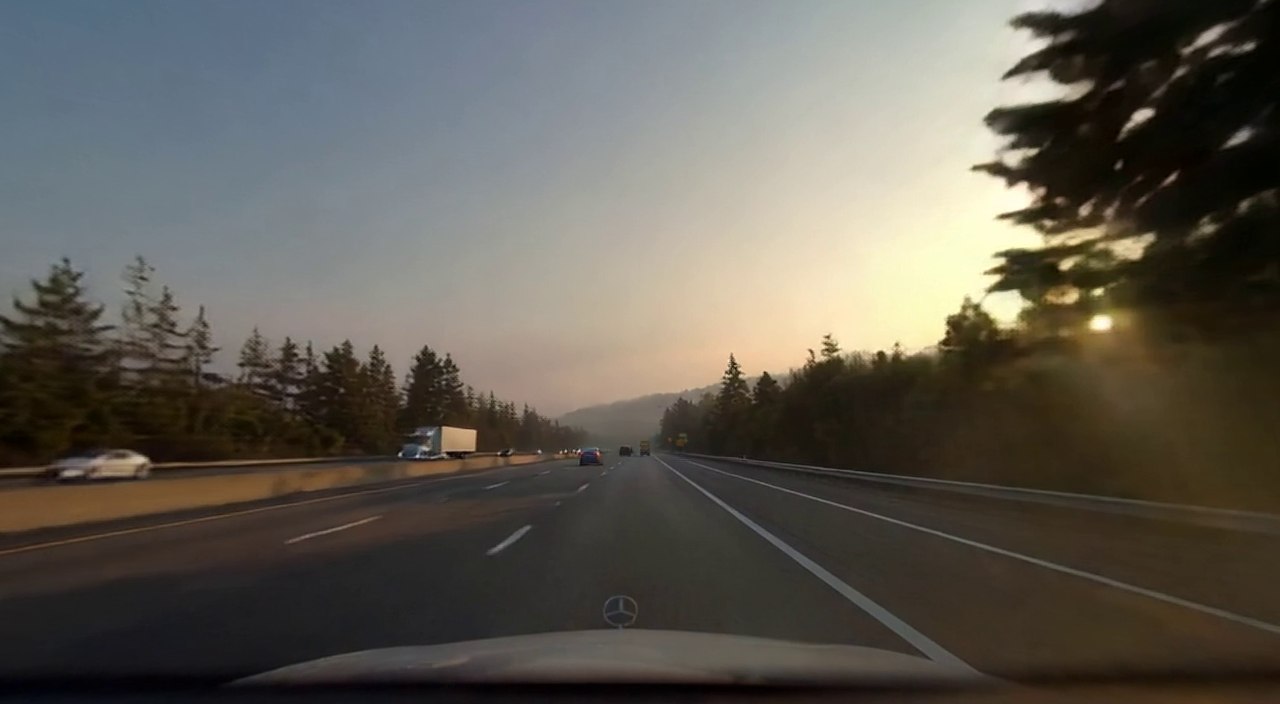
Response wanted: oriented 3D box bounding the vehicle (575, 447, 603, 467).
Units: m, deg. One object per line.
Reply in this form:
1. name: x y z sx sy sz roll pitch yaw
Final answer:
1. vehicle: -4.013 8.319 49.711 1.933 1.497 3.973 0 -9 0

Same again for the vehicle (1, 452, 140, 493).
1. vehicle: -23.403 4.933 25.997 1.980 1.518 3.986 0 -9 1
